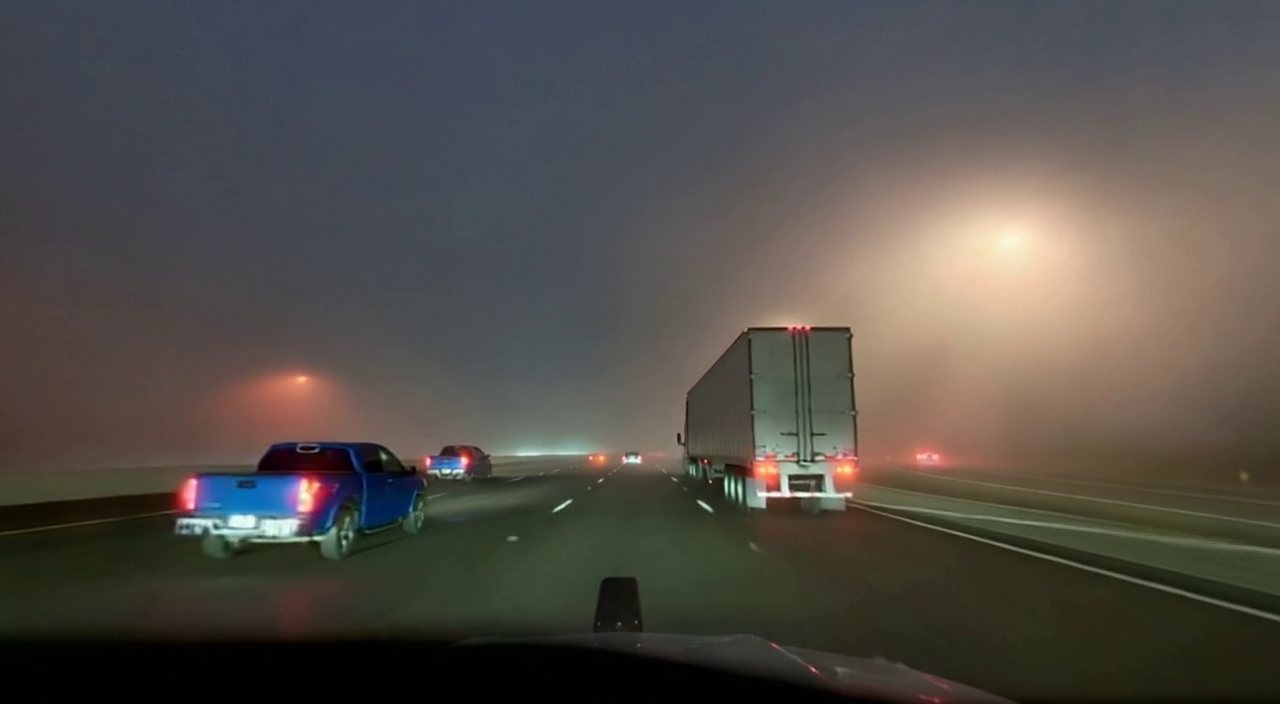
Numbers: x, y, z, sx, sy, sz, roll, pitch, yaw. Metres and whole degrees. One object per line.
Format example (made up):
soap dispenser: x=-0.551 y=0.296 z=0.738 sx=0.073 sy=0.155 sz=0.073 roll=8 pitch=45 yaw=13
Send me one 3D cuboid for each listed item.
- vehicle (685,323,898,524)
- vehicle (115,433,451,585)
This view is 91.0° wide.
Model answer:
vehicle: x=3.664 y=2.651 z=21.124 sx=2.891 sy=4.123 sz=16.415 roll=0 pitch=-9 yaw=-1
vehicle: x=-4.289 y=1.922 z=8.572 sx=2.120 sy=1.537 sz=4.139 roll=0 pitch=-9 yaw=0
